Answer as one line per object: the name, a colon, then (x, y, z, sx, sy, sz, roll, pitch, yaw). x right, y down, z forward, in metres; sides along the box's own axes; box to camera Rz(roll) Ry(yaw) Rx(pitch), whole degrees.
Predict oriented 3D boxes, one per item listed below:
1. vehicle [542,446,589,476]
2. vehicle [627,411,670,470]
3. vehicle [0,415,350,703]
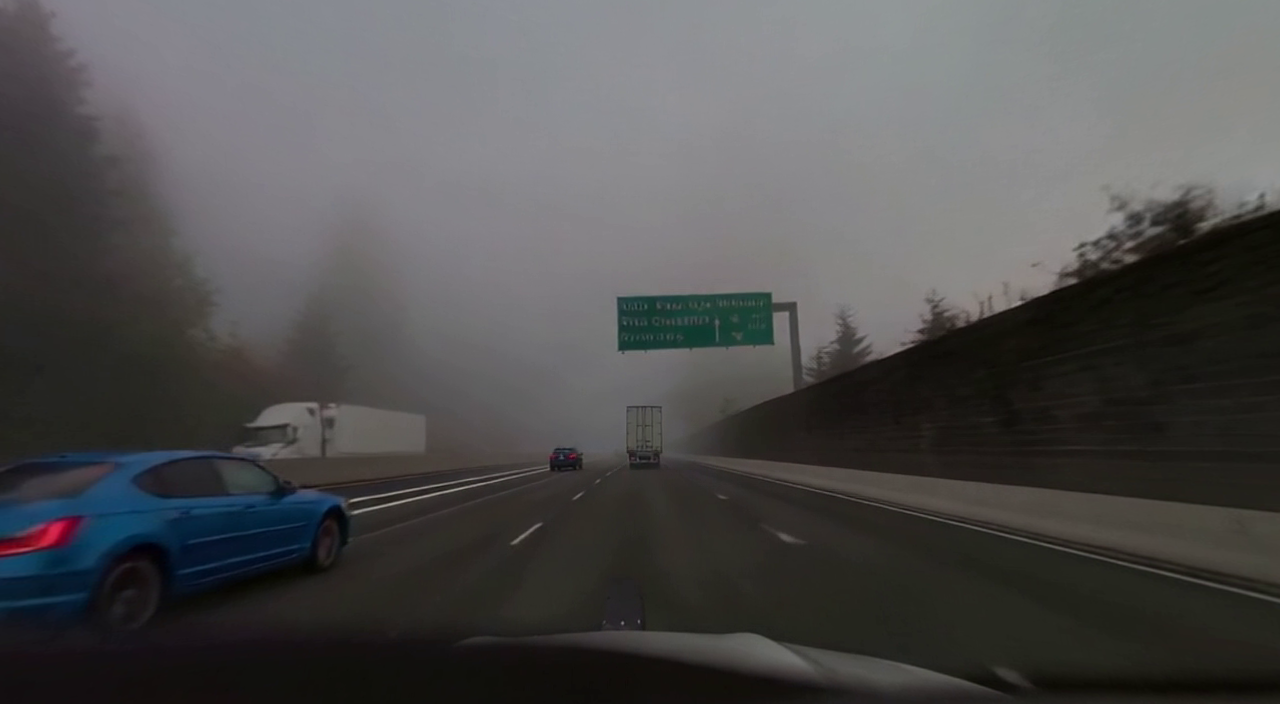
vehicle: (-4.007, 5.933, 34.629, 1.974, 1.531, 4.429, 0, -9, 1)
vehicle: (0.632, 6.852, 48.435, 2.980, 4.051, 10.359, 0, -9, 0)
vehicle: (-4.260, 1.284, 4.647, 1.977, 1.478, 4.702, 0, -9, 0)
